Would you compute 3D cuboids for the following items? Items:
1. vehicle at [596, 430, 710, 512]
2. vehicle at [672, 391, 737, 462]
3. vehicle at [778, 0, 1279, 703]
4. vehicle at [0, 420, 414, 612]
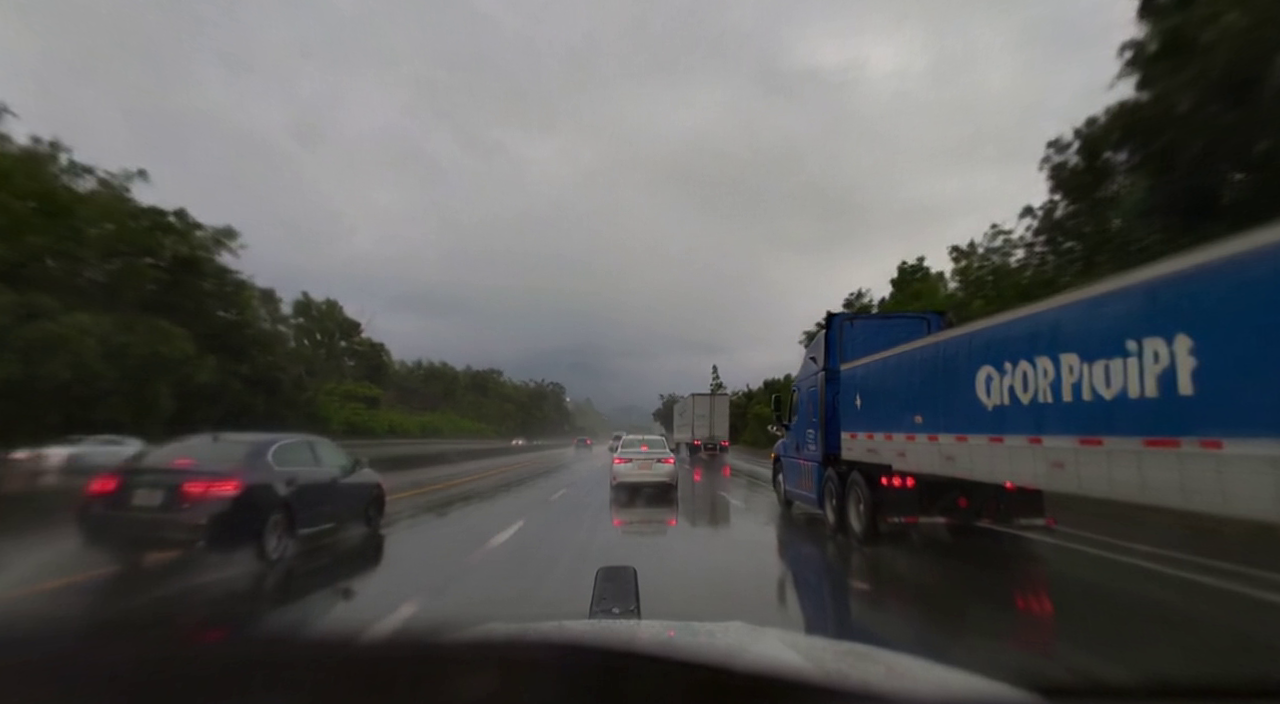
[{"bbox_3d":[0.218,2.365,13.059,2.021,1.435,3.611,0,-8,0],"label":"vehicle"},{"bbox_3d":[4.050,5.166,43.037,2.869,4.067,13.731,0,-8,0],"label":"vehicle"},{"bbox_3d":[4.186,0.028,5.203,2.816,4.070,14.136,0,-8,0],"label":"vehicle"},{"bbox_3d":[-4.391,1.551,7.084,2.048,1.452,4.430,0,-8,0],"label":"vehicle"}]
